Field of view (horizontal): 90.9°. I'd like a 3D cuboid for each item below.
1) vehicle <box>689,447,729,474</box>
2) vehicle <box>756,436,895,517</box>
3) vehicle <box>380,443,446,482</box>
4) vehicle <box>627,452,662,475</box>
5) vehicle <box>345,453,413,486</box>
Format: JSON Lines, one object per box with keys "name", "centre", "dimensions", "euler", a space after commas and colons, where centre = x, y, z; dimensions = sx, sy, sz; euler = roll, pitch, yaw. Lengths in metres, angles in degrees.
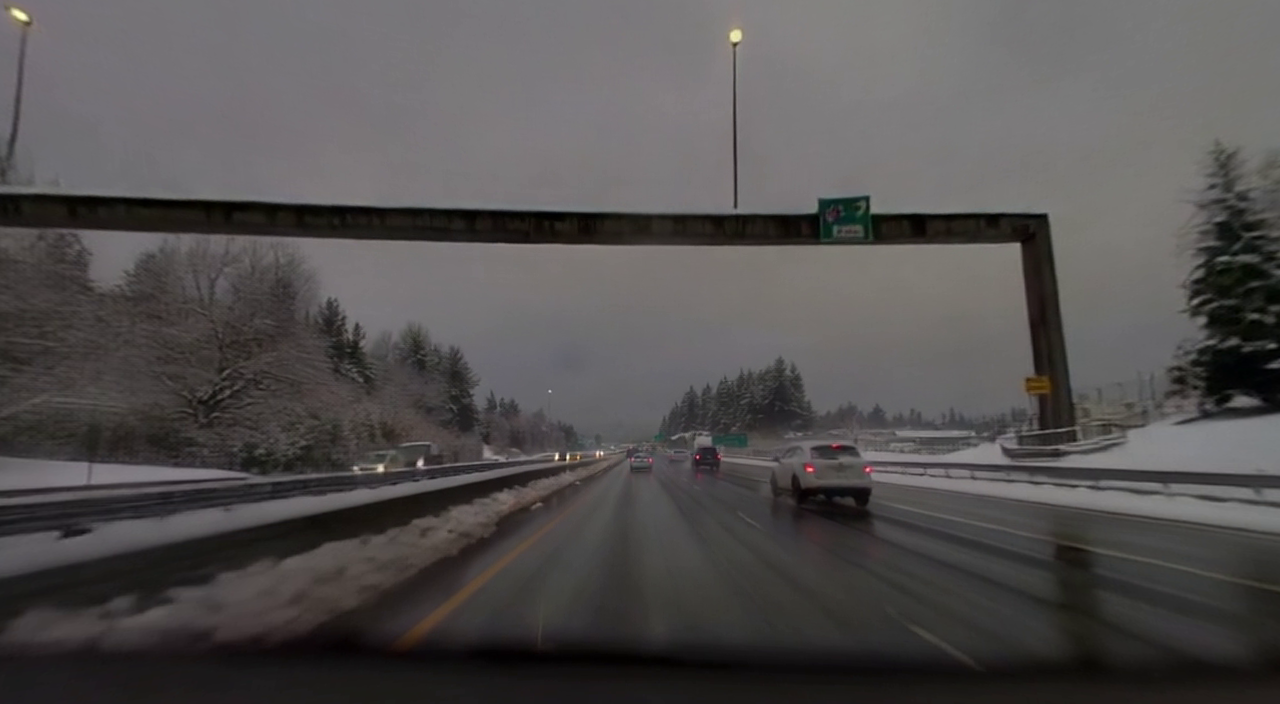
{"name": "vehicle", "centre": [4.238, 6.693, 39.068], "dimensions": [1.935, 1.594, 3.981], "euler": [0, -9, -1]}
{"name": "vehicle", "centre": [4.254, 2.929, 15.333], "dimensions": [1.969, 1.639, 4.472], "euler": [0, -9, -1]}
{"name": "vehicle", "centre": [-15.984, 7.780, 44.795], "dimensions": [2.507, 2.577, 5.744], "euler": [0, -9, 1]}
{"name": "vehicle", "centre": [0.276, 6.871, 38.991], "dimensions": [2.012, 1.320, 3.777], "euler": [0, -9, 0]}
{"name": "vehicle", "centre": [-15.896, 7.158, 38.719], "dimensions": [2.024, 1.869, 4.992], "euler": [0, -9, 0]}
